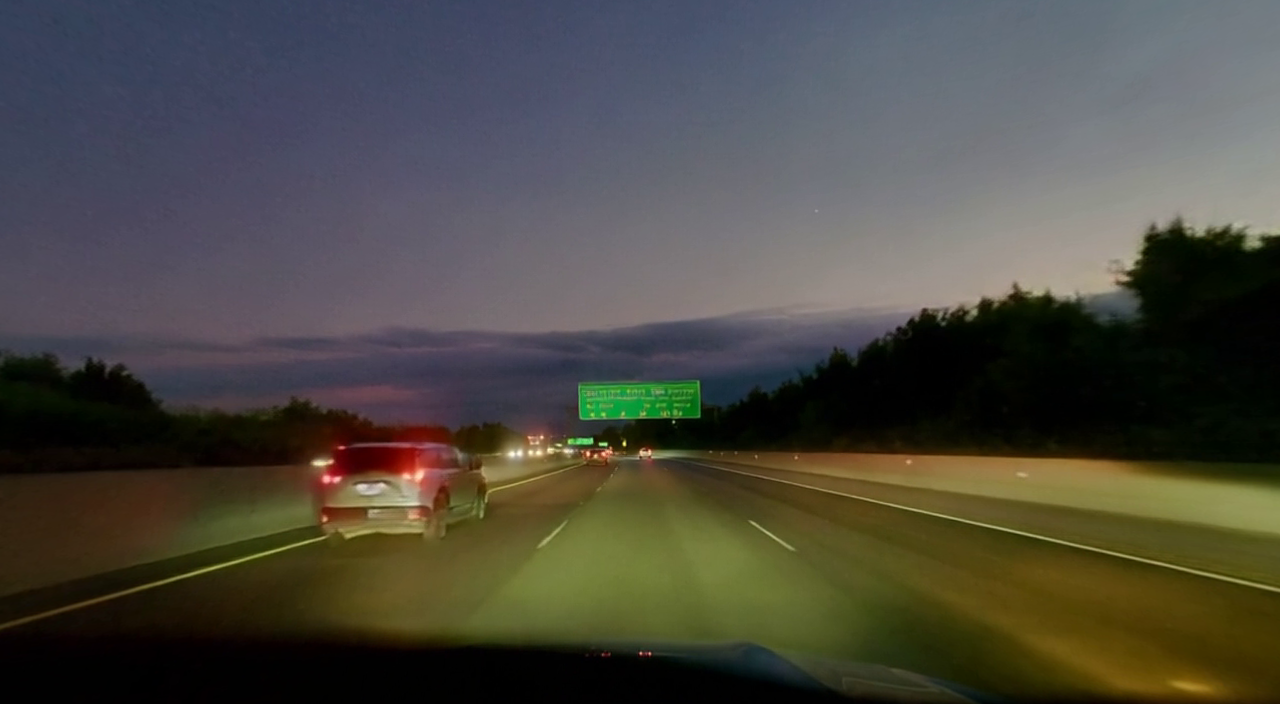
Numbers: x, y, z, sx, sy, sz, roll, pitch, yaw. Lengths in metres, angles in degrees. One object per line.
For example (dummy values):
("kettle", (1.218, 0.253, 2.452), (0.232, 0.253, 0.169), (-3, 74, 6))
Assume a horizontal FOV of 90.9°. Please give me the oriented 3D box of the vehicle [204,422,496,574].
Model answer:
("vehicle", (-3.587, 1.900, 8.969), (2.028, 1.584, 4.481), (0, -9, 0))
